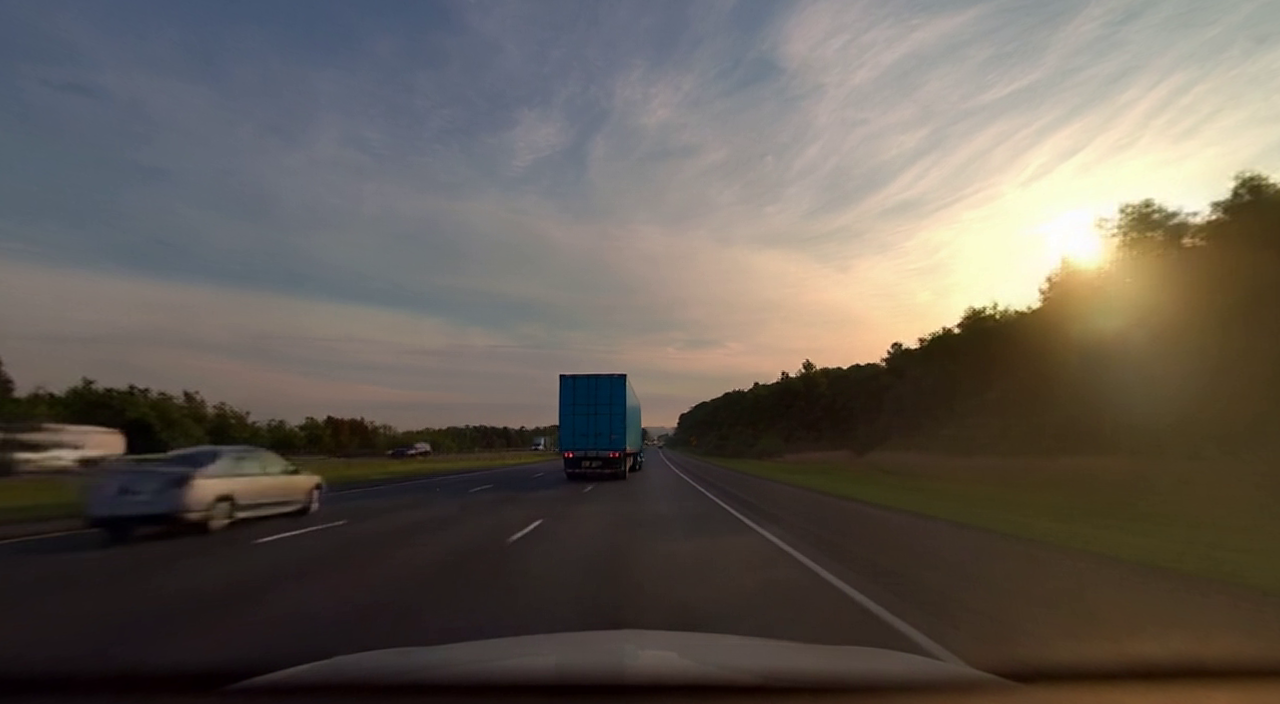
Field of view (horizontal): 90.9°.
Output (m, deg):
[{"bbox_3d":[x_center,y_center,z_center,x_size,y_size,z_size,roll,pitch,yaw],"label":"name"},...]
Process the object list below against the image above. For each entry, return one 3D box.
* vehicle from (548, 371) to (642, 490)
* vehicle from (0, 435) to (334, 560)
[{"bbox_3d":[-1.513,3.806,28.969,2.851,4.098,14.436,0,-9,2],"label":"vehicle"},{"bbox_3d":[-6.762,2.022,9.525,1.967,1.420,4.473,0,-9,0],"label":"vehicle"}]
